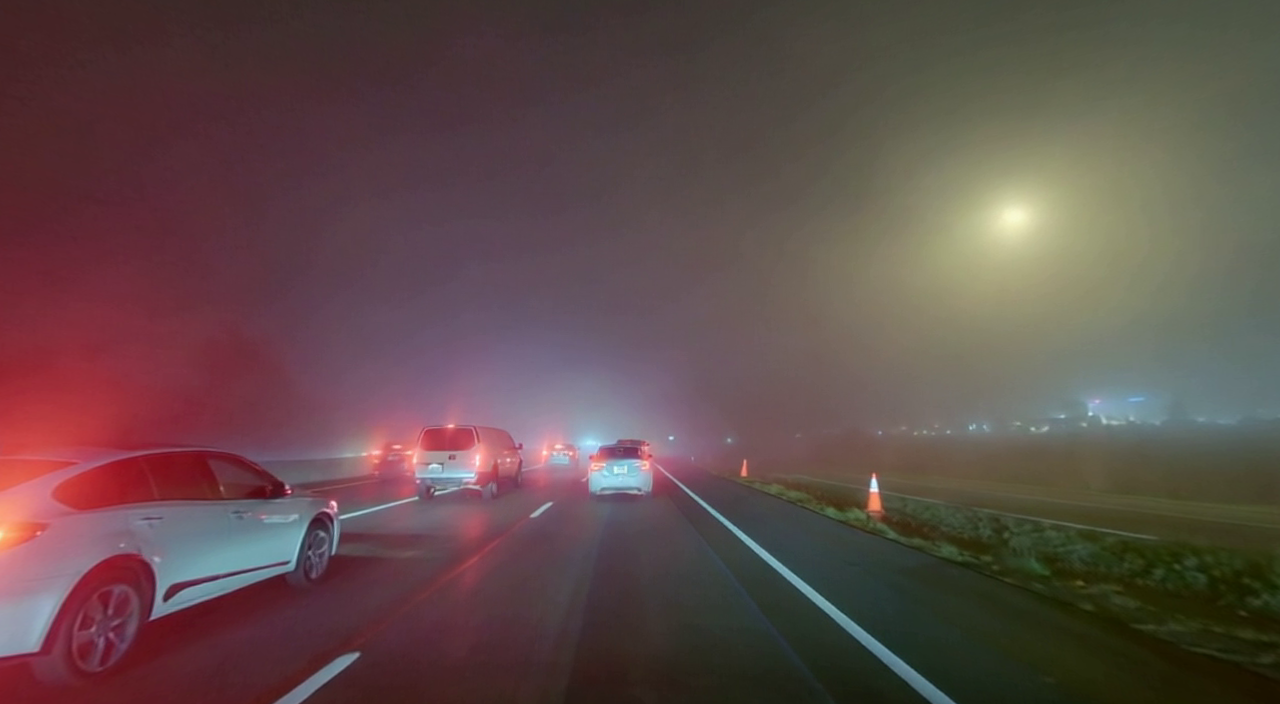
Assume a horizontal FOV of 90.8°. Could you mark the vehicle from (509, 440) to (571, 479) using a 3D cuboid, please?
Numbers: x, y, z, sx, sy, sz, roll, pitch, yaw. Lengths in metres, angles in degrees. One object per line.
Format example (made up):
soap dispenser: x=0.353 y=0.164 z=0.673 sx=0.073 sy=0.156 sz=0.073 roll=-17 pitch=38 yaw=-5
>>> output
vehicle: x=-3.989 y=4.326 z=25.727 sx=1.824 sy=1.459 sz=4.007 roll=0 pitch=-9 yaw=1

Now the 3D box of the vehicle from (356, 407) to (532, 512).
vehicle: x=-4.286 y=2.505 z=15.118 sx=2.324 sy=2.012 sz=5.740 roll=0 pitch=-9 yaw=0

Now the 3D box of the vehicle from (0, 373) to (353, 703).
vehicle: x=-3.841 y=1.061 z=3.849 sx=2.041 sy=1.604 sz=4.384 roll=0 pitch=-9 yaw=1

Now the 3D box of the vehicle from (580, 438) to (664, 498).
vehicle: x=-0.468 y=3.163 z=17.608 sx=2.069 sy=1.484 sz=3.918 roll=0 pitch=-9 yaw=-1
